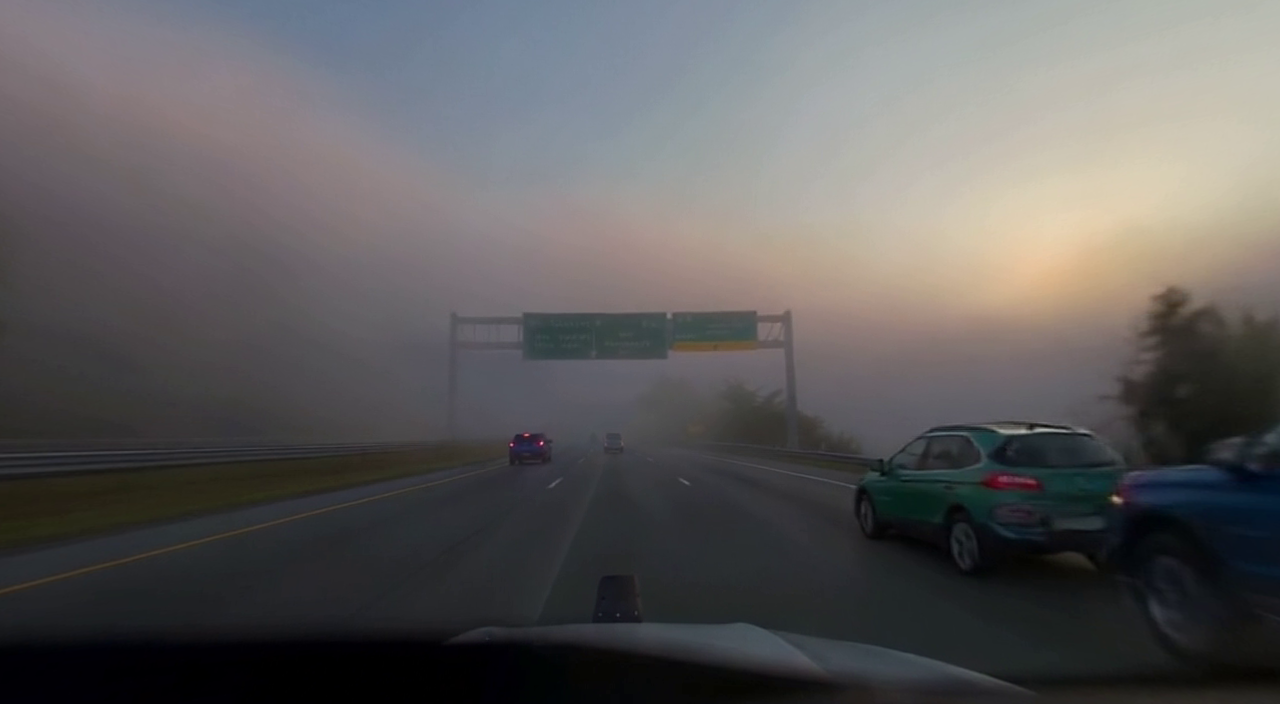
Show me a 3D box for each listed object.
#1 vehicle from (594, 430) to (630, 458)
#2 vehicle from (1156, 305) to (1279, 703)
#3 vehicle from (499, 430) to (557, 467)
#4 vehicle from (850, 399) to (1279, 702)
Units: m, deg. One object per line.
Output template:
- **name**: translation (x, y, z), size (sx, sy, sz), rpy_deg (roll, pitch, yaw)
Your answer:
- **vehicle**: translation (-1.714, 5.796, 39.791), size (2.159, 1.690, 3.720), rpy_deg (0, -7, -2)
- **vehicle**: translation (4.019, 0.608, 1.911), size (1.976, 1.905, 3.263), rpy_deg (0, -7, -3)
- **vehicle**: translation (-5.132, 4.484, 29.456), size (2.100, 1.590, 4.077), rpy_deg (0, -7, -2)
- **vehicle**: translation (3.808, 1.347, 5.736), size (2.033, 1.576, 4.691), rpy_deg (0, -7, -2)
